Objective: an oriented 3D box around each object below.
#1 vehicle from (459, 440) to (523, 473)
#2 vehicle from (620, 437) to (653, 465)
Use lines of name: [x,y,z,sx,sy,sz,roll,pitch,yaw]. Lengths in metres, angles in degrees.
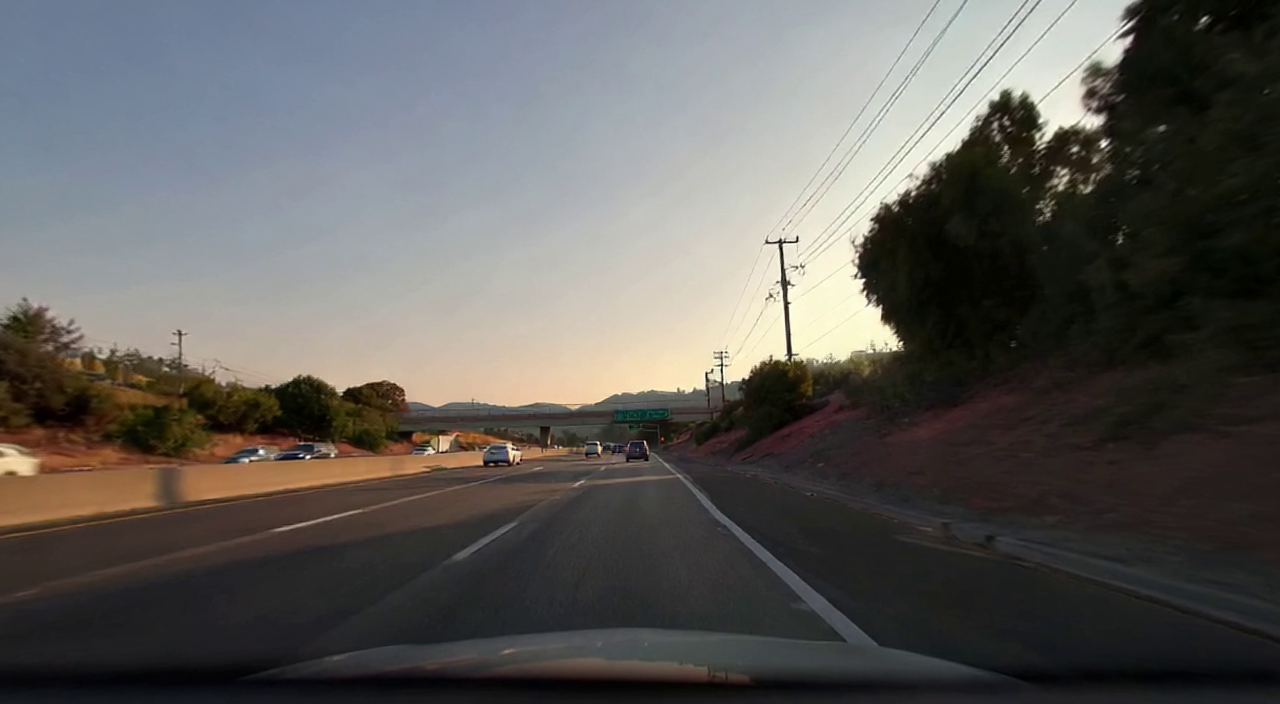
vehicle: [-7.346,5.187,31.688,2.077,1.511,4.323,0,-8,1]
vehicle: [-0.212,6.606,42.277,2.063,1.715,4.299,0,-8,0]
